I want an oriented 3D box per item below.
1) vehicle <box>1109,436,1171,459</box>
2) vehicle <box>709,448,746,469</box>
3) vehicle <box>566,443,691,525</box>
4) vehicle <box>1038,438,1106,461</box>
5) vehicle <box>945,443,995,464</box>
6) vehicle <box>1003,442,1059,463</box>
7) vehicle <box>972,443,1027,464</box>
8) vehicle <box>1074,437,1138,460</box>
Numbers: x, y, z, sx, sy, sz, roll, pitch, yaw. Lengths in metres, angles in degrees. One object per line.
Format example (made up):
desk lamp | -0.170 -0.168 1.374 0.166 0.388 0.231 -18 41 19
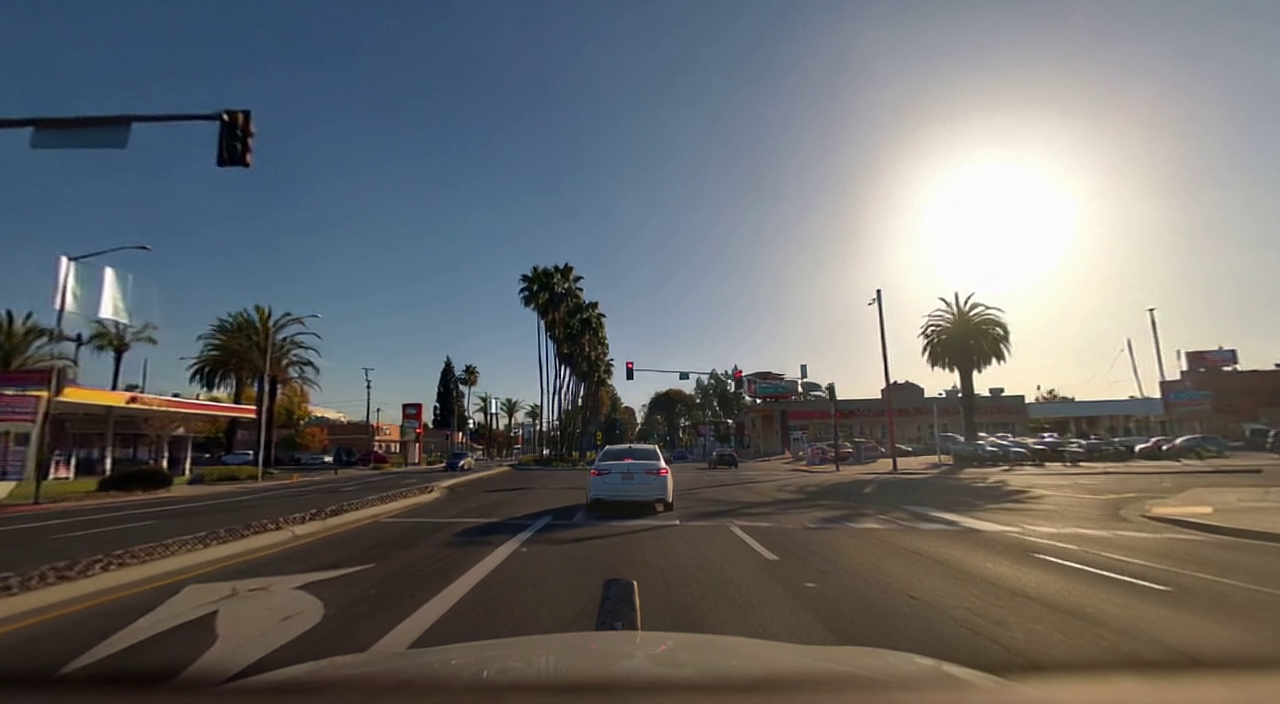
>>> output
vehicle | 37.028 7.074 46.891 1.689 1.575 3.483 0 -8 -1
vehicle | 6.585 8.062 47.950 2.017 1.491 4.420 0 -8 -2
vehicle | -0.195 2.757 13.886 2.270 1.475 4.571 0 -8 0
vehicle | 31.931 7.236 46.839 1.903 1.630 4.320 0 -8 -1
vehicle | 24.464 7.527 46.994 1.738 1.462 3.609 0 -8 -1
vehicle | 29.003 7.465 46.979 1.848 1.467 3.941 -1 -8 3
vehicle | 26.540 7.472 46.756 1.923 1.501 3.849 -1 -8 3
vehicle | 34.570 7.165 46.989 1.824 1.643 3.789 0 -8 -1
